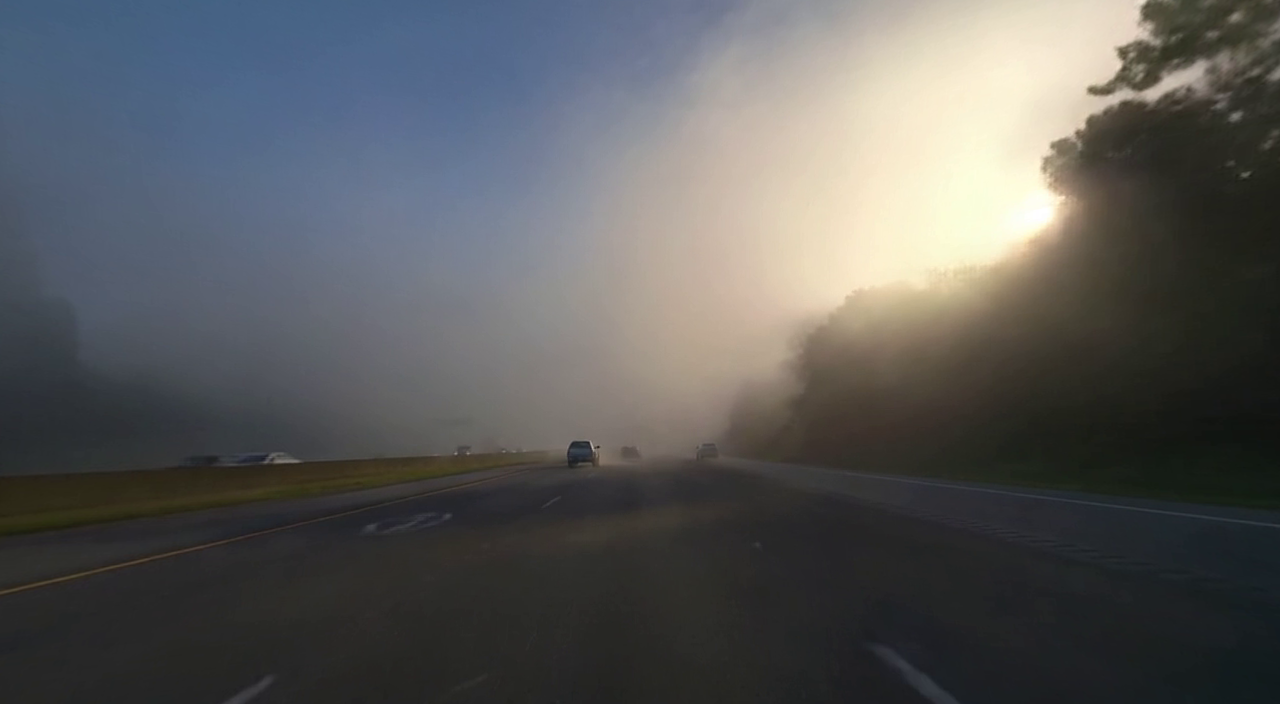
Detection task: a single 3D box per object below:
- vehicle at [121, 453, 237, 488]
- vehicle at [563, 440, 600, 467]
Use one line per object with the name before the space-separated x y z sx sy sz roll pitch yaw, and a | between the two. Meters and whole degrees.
vehicle | -21.626 5.561 29.957 1.884 1.480 4.817 0 -9 0
vehicle | -4.031 7.074 44.119 2.114 1.774 4.427 0 -9 0
